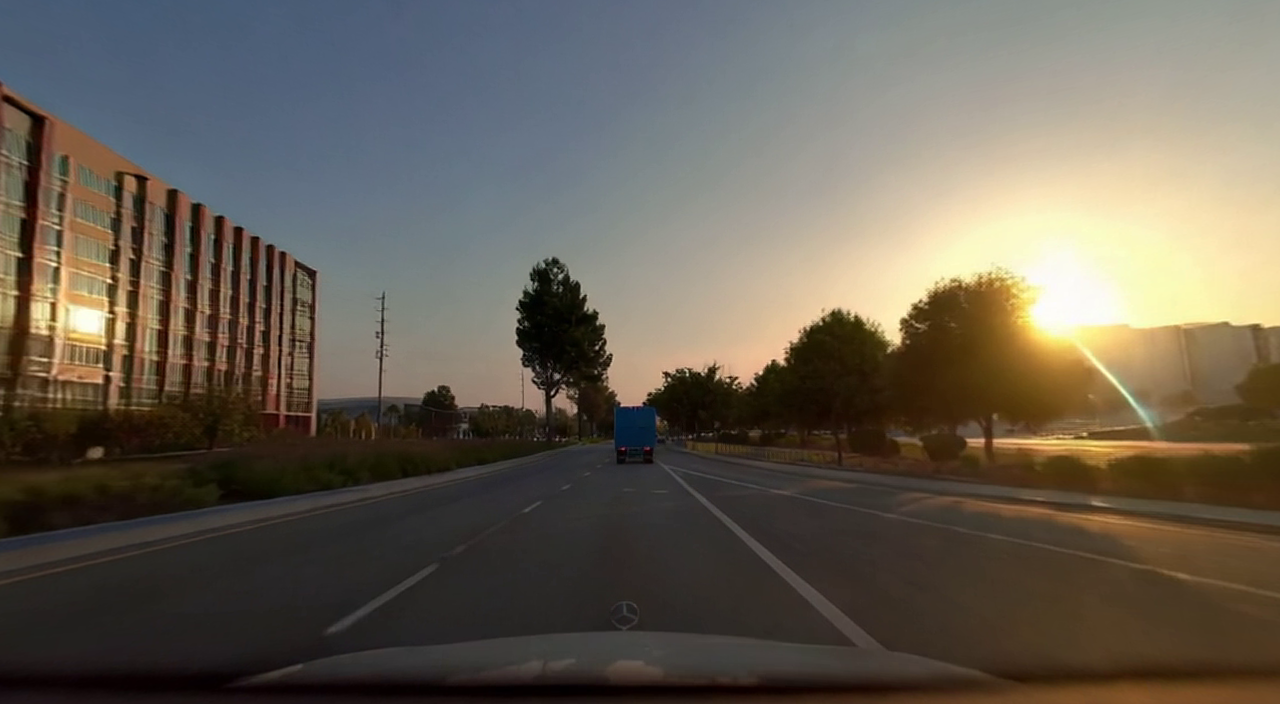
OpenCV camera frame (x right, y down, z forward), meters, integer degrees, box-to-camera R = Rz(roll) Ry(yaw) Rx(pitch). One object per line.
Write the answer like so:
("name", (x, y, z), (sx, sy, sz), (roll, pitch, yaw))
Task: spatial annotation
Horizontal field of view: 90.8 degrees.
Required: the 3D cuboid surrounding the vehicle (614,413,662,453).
("vehicle", (-0.196, 4.102, 31.456), (2.178, 1.829, 4.932), (1, -9, -3))
